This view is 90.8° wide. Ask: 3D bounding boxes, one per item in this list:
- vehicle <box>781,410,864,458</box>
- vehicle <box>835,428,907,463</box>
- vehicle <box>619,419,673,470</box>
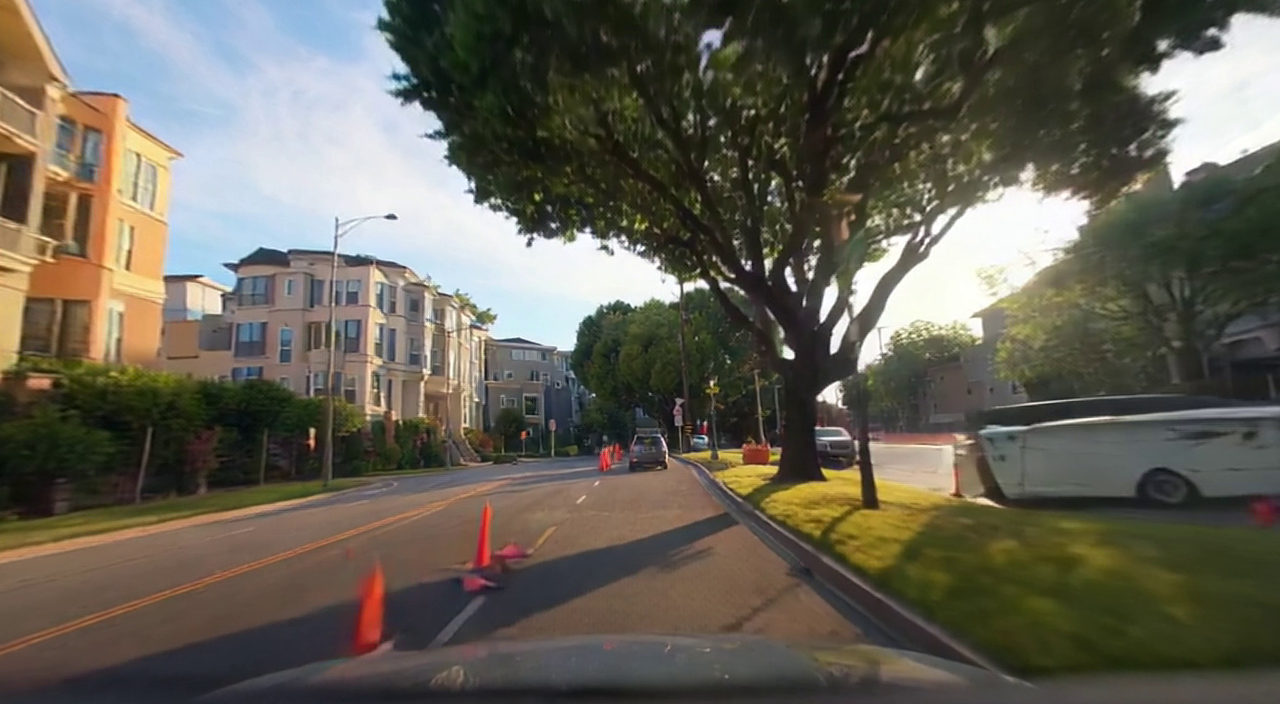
[{"bbox_3d":[9.700,4.560,34.342,2.253,2.306,6.753,0,-9,-2],"label":"vehicle"},{"bbox_3d":[10.657,4.338,29.353,1.698,1.548,2.969,3,-8,-14],"label":"vehicle"},{"bbox_3d":[0.163,4.107,28.144,2.169,2.015,5.206,0,-8,-2],"label":"vehicle"}]
